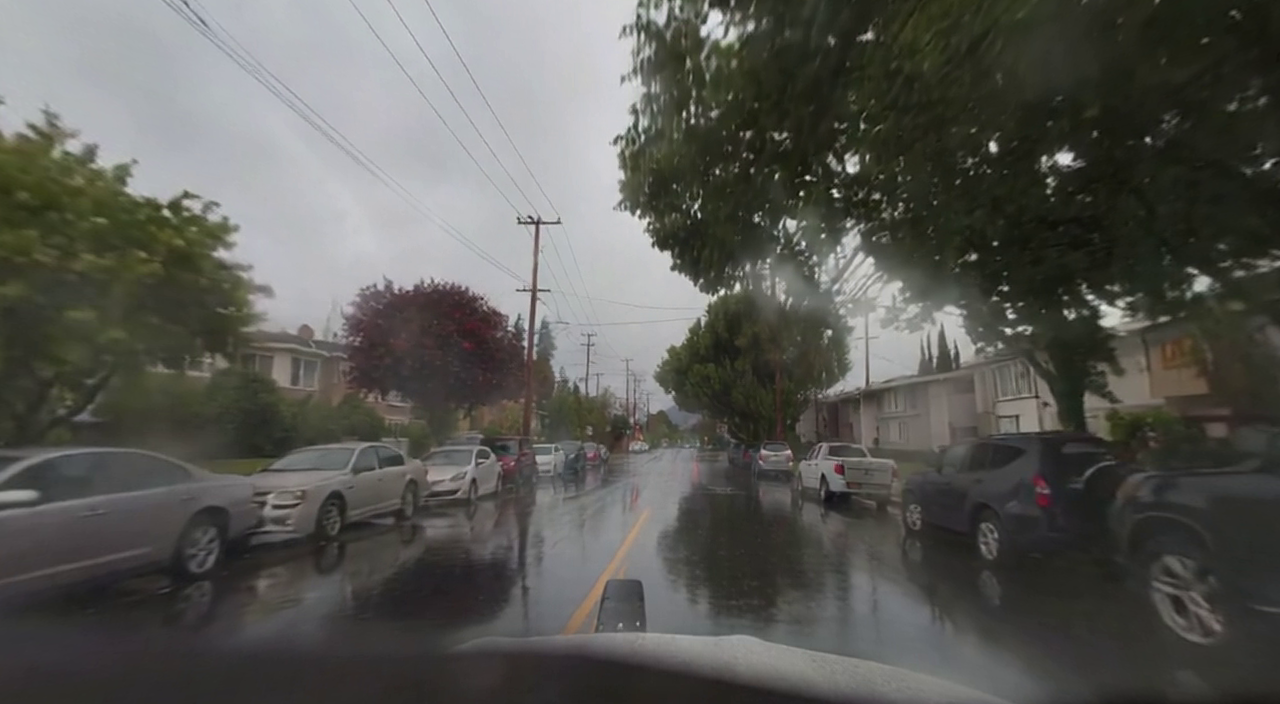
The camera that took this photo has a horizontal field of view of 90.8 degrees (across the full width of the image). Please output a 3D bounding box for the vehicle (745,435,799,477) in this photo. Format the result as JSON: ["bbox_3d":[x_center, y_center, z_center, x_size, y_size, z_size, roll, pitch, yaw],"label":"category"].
[{"bbox_3d":[6.005,4.772,29.214,1.936,1.756,4.127,-1,-8,5],"label":"vehicle"}]

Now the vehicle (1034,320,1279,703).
[{"bbox_3d":[4.620,0.776,2.674,2.407,2.088,5.951,-1,-8,4],"label":"vehicle"}]

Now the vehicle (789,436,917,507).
[{"bbox_3d":[5.388,3.054,16.751,1.910,1.567,4.856,0,-8,3],"label":"vehicle"}]

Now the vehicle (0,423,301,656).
[{"bbox_3d":[-5.092,1.337,5.092,1.950,1.494,4.816,0,-7,2],"label":"vehicle"}]
